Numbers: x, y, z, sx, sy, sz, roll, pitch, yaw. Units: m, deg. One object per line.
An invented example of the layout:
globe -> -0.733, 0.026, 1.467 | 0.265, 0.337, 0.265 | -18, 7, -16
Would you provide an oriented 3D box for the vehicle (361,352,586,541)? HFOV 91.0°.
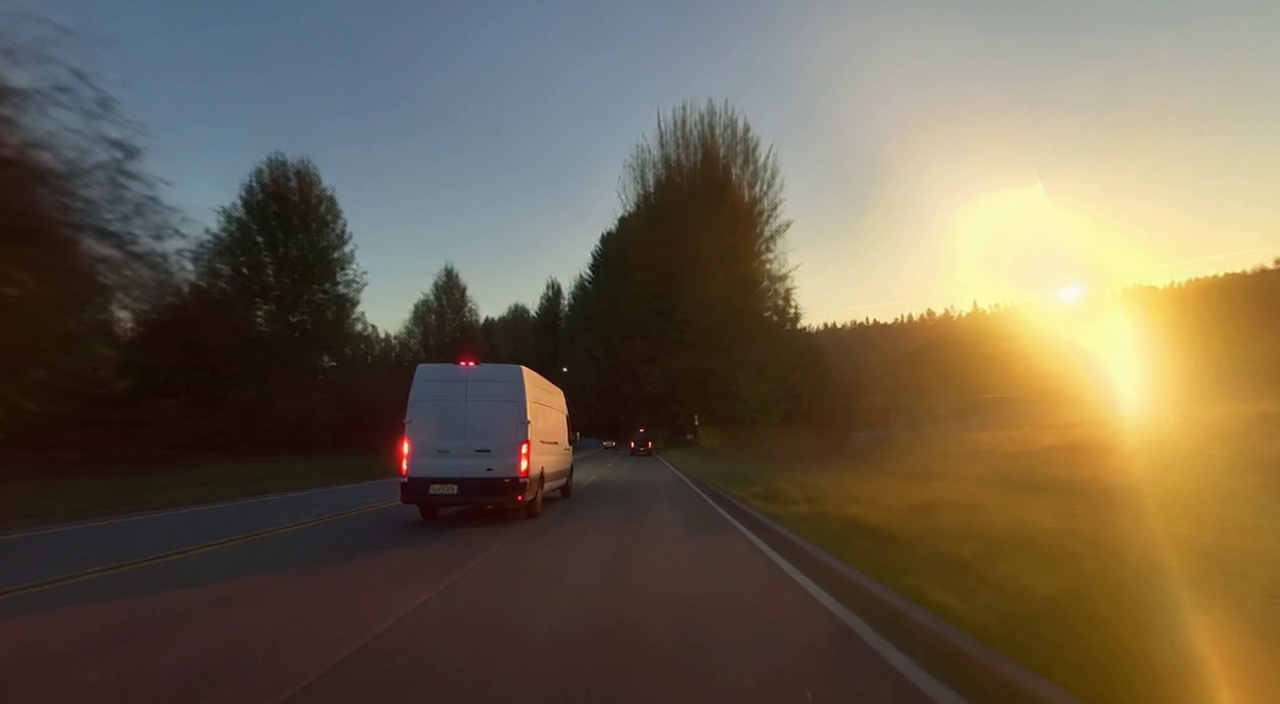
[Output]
vehicle -> -2.572, 1.738, 11.842 | 2.497, 2.628, 6.016 | 0, -8, 1
